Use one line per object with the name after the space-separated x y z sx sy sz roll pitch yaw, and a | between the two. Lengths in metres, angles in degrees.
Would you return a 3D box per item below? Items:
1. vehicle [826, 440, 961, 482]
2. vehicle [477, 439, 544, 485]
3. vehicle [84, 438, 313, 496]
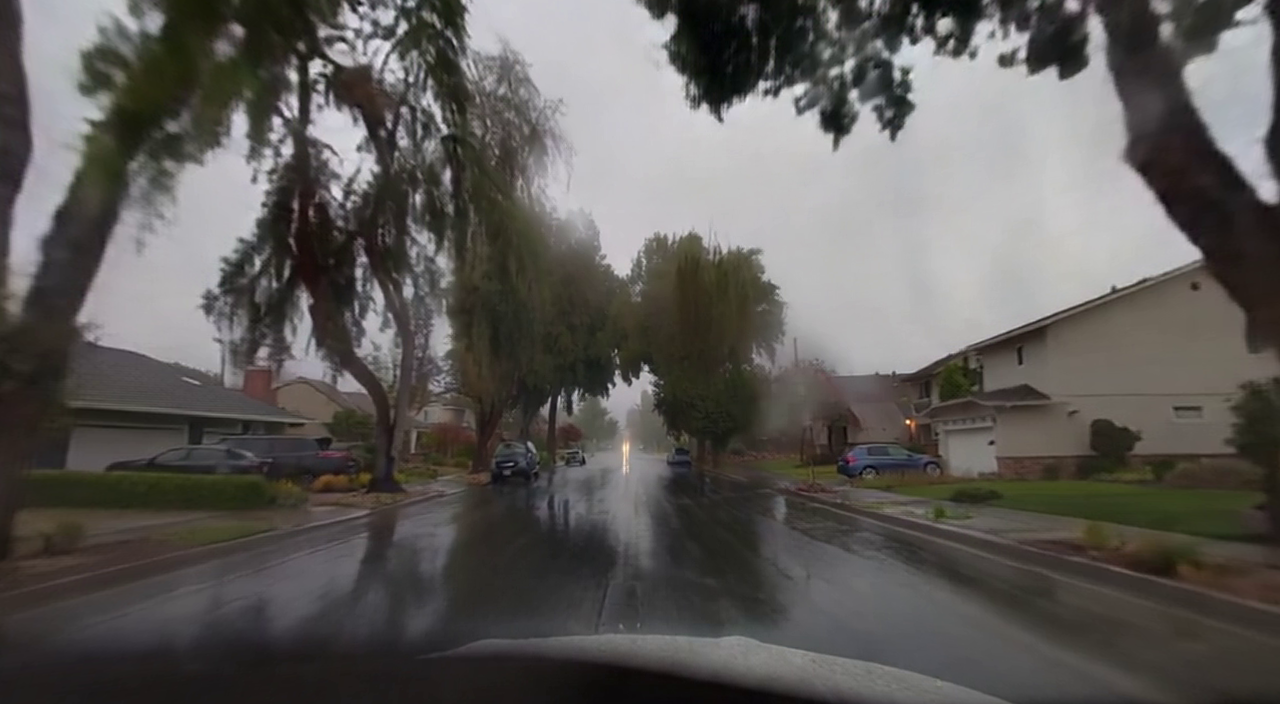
9.967 4.314 25.098 4.497 1.564 1.948 0 -8 -2 | vehicle
-5.980 5.131 29.869 2.341 1.942 5.044 0 -8 -3 | vehicle
-12.535 3.292 18.236 5.040 1.541 2.042 0 -9 0 | vehicle
